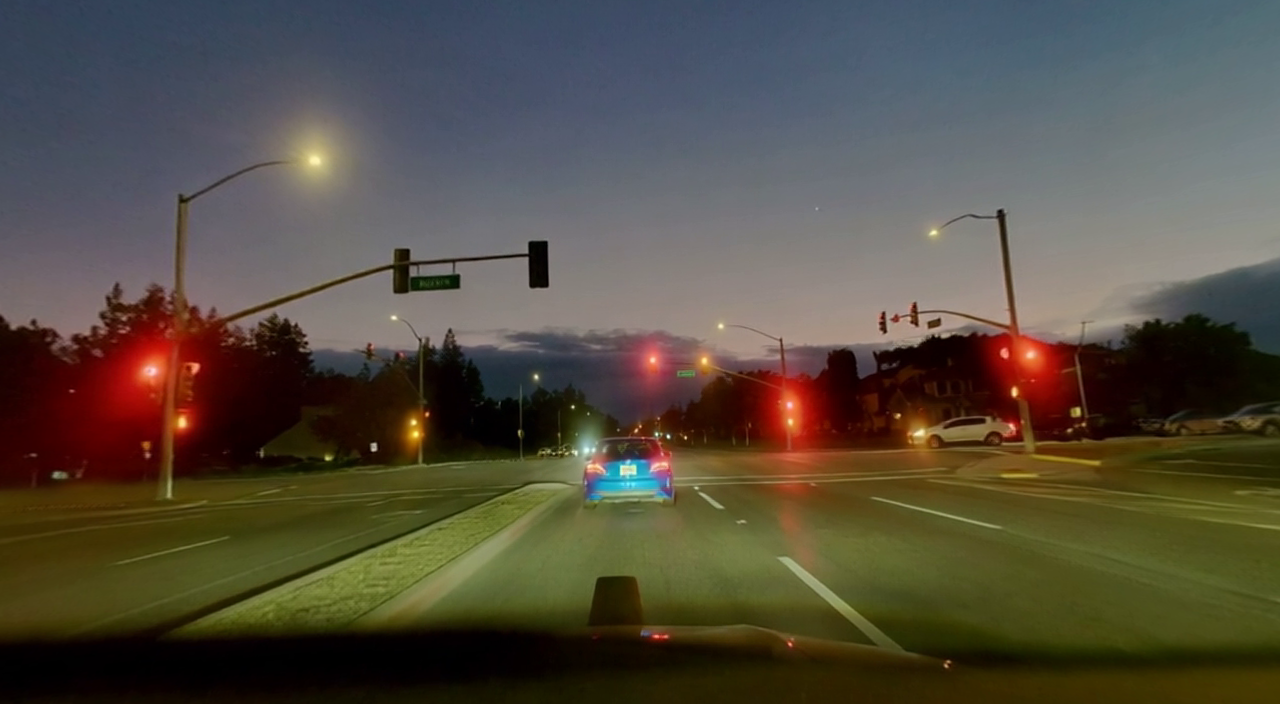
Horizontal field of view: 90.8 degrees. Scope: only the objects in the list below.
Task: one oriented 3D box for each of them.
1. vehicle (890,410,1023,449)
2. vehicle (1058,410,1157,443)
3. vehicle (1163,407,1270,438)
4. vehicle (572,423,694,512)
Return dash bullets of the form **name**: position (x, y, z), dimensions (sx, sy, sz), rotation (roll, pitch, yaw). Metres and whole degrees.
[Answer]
- **vehicle**: position (17.784, 4.384, 35.782), dimensions (6.025, 2.000, 2.876), rotation (1, -7, -2)
- **vehicle**: position (28.663, 4.608, 38.821), dimensions (4.557, 1.899, 1.996), rotation (1, -8, -5)
- **vehicle**: position (35.922, 4.416, 39.415), dimensions (4.735, 1.784, 2.094), rotation (1, -7, -3)
- **vehicle**: position (0.024, 2.360, 13.367), dimensions (2.074, 1.570, 3.647), rotation (0, -8, 7)
